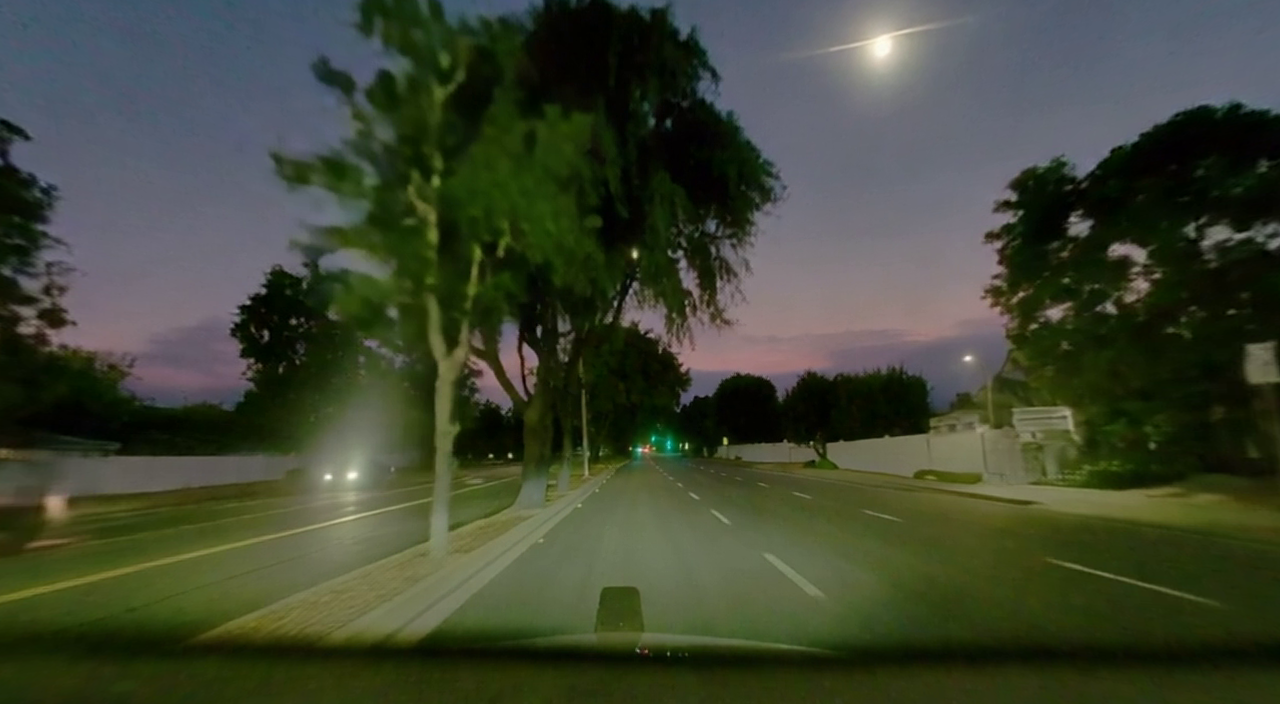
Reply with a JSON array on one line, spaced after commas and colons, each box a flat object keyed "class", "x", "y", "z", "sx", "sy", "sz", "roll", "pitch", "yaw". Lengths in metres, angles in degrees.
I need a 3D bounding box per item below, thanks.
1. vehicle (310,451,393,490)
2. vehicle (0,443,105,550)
[{"class": "vehicle", "x": -14.487, "y": 5.943, "z": 32.021, "sx": 1.919, "sy": 1.700, "sz": 4.685, "roll": -1, "pitch": -8, "yaw": 1}, {"class": "vehicle", "x": -10.473, "y": 2.100, "z": 8.950, "sx": 2.011, "sy": 1.553, "sz": 4.390, "roll": 0, "pitch": -8, "yaw": -2}]
